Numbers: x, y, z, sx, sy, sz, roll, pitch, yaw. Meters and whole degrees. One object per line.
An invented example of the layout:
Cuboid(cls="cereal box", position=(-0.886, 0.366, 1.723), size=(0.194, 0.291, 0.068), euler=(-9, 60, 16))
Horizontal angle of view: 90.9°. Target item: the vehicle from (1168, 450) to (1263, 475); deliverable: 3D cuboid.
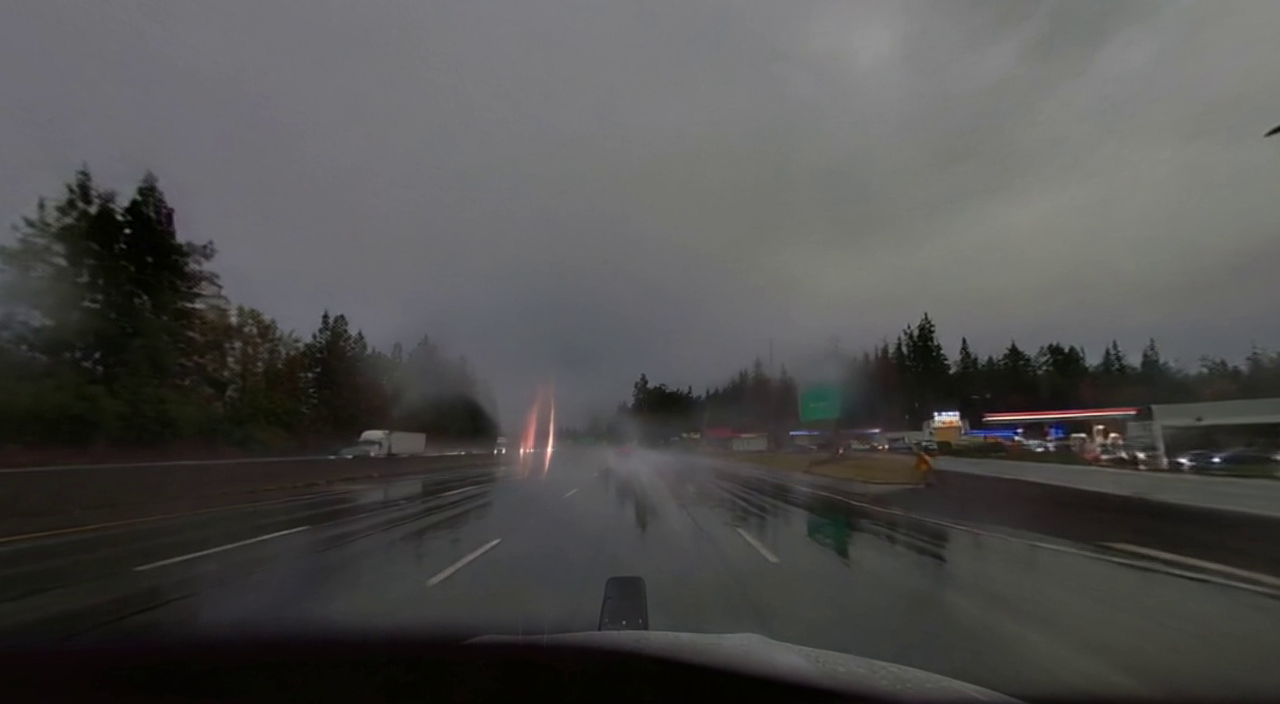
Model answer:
Cuboid(cls="vehicle", position=(42.745, 8.201, 46.958), size=(4.689, 1.732, 2.075), euler=(-2, -8, 12))
